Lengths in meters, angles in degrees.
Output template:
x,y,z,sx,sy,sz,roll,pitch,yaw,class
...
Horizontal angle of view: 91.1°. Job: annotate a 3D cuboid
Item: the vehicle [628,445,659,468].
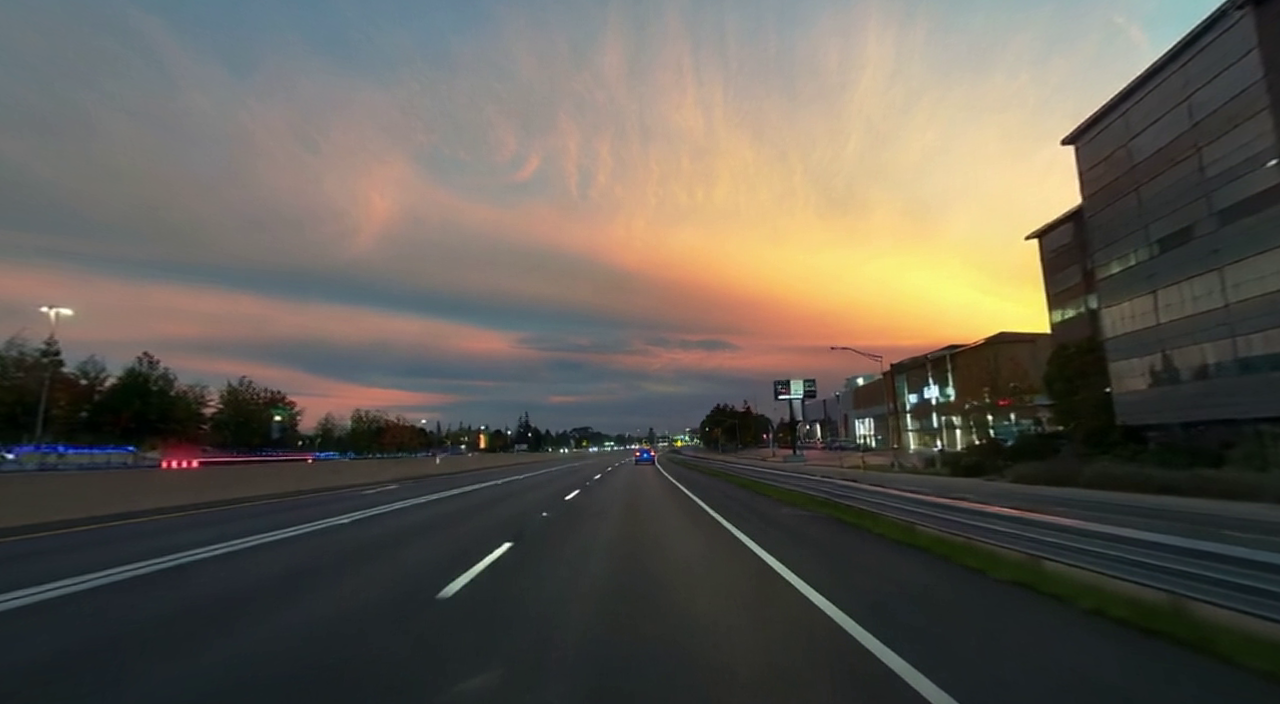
x,y,z,sx,sy,sz,roll,pitch,yaw,class
0.257,7.394,44.443,2.014,1.507,3.960,-1,-9,0,vehicle
